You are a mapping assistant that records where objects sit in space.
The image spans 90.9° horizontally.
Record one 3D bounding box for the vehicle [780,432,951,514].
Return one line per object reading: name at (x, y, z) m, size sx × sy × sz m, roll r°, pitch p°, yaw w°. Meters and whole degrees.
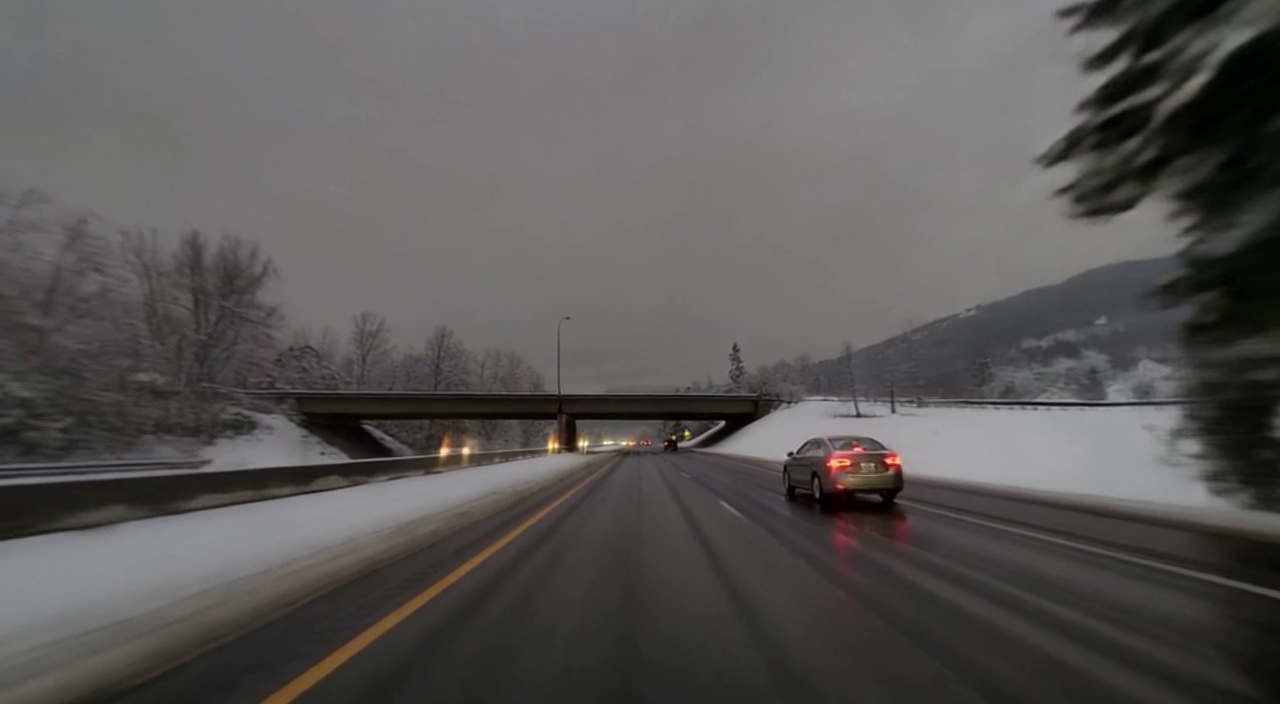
vehicle at (4.695, 2.591, 14.057) m, size 2.027 × 1.487 × 4.718 m, roll 0°, pitch -8°, yaw -1°
